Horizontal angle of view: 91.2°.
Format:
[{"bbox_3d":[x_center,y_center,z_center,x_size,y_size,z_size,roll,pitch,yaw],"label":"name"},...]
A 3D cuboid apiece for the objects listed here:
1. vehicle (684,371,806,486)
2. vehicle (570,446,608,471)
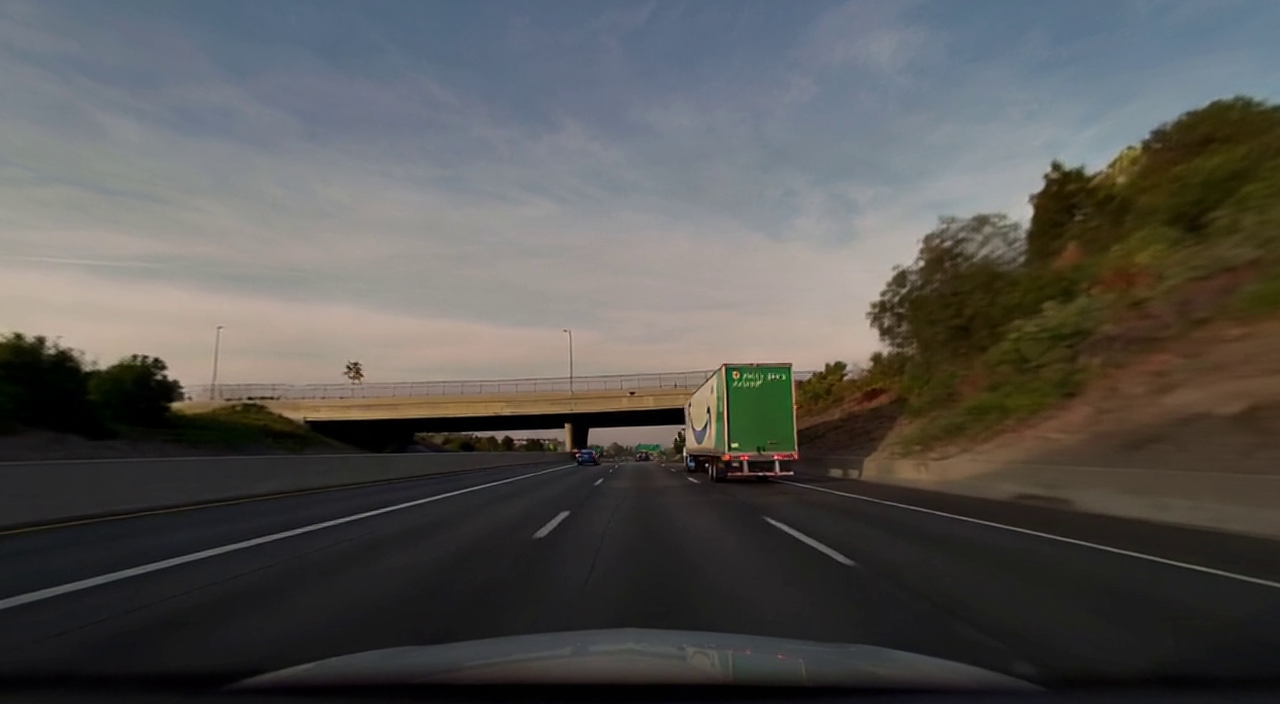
[{"bbox_3d":[4.281,3.949,30.675,2.928,4.021,17.190,0,-9,0],"label":"vehicle"},{"bbox_3d":[-3.441,7.328,43.447,2.200,1.562,4.959,0,-9,0],"label":"vehicle"}]
